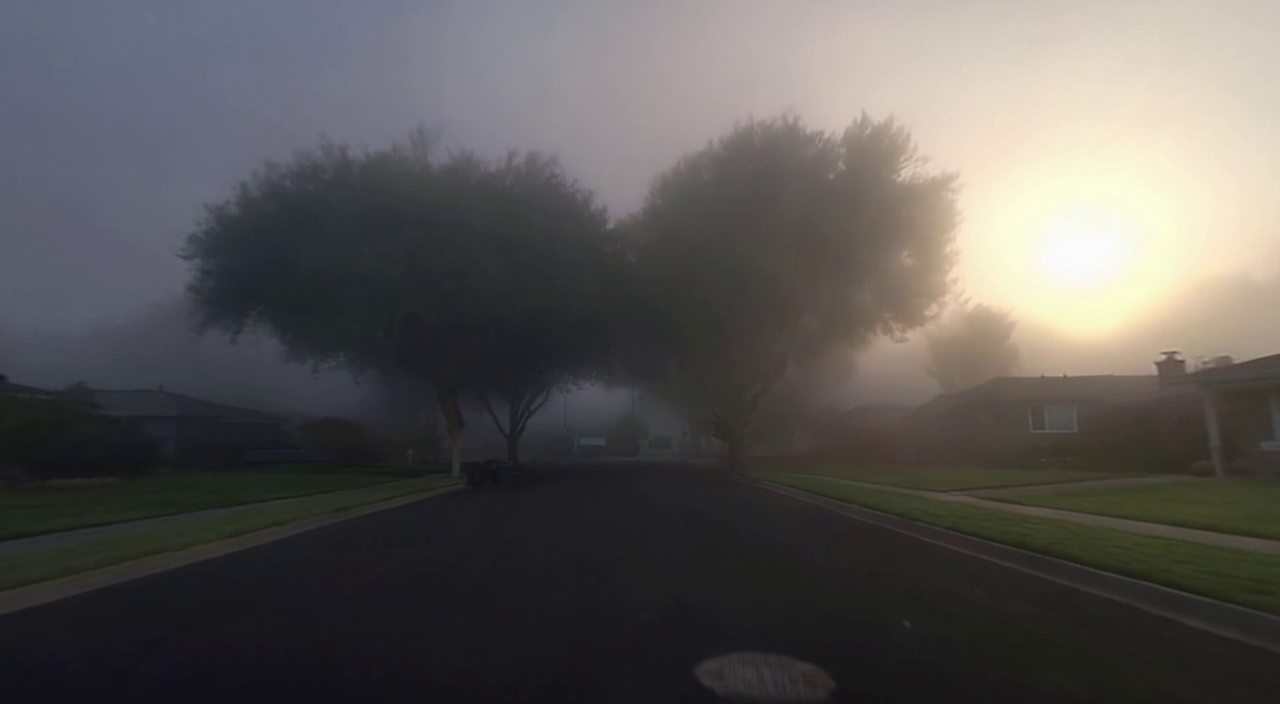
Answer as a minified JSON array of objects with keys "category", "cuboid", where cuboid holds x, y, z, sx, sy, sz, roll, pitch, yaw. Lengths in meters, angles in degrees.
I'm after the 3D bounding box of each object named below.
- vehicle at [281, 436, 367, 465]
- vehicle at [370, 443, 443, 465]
[{"category":"vehicle","cuboid":[-20.147,6.308,40.425,4.359,1.789,2.123,0,-10,-1]},{"category":"vehicle","cuboid":[-16.567,7.270,44.956,4.307,1.508,2.072,0,-10,0]}]
